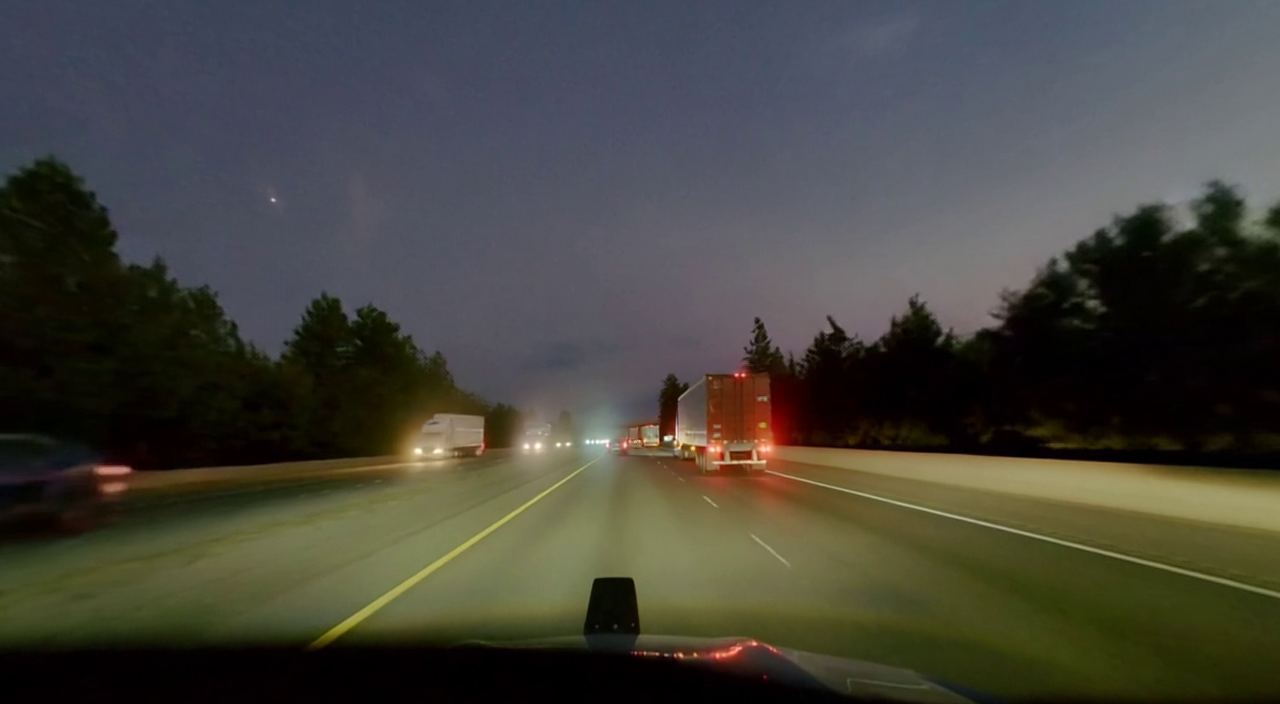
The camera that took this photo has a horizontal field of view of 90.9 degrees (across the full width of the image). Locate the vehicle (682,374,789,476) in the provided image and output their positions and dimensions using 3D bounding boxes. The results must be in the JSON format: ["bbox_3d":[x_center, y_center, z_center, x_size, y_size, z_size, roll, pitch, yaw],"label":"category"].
[{"bbox_3d":[3.595,3.075,26.105,2.921,3.526,8.207,0,-8,-2],"label":"vehicle"}]

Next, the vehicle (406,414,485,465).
[{"bbox_3d":[-14.382,6.602,47.680,2.961,3.458,9.579,0,-8,0],"label":"vehicle"}]

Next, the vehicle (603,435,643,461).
[{"bbox_3d":[-0.987,5.733,37.805,2.259,1.466,3.693,0,-8,-1],"label":"vehicle"}]
